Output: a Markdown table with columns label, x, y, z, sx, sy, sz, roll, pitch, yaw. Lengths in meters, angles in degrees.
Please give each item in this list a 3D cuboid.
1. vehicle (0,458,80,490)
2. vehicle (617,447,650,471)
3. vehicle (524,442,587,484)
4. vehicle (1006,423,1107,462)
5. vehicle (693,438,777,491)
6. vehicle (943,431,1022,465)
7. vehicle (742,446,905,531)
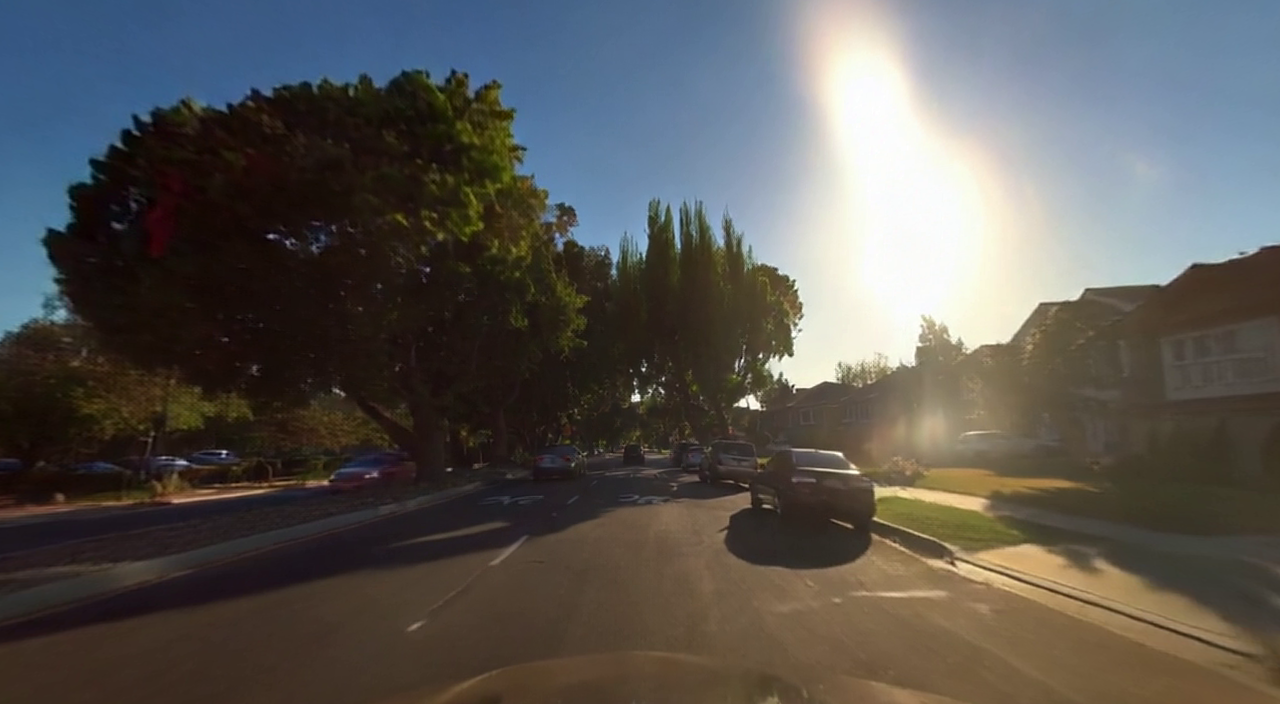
| label | x | y | z | sx | sy | sz | roll | pitch | yaw |
| --- | --- | --- | --- | --- | --- | --- | --- | --- | --- |
| vehicle | -41.567 | 8.114 | 42.285 | 2.307 | 1.896 | 6.192 | 0 | -9 | 2 |
| vehicle | -0.407 | 7.215 | 42.895 | 2.142 | 1.548 | 4.273 | 0 | -9 | 0 |
| vehicle | -3.589 | 4.822 | 27.799 | 2.129 | 1.668 | 4.722 | 0 | -9 | 0 |
| vehicle | 19.326 | 4.252 | 29.599 | 1.938 | 1.668 | 4.286 | 0 | -9 | 3 |
| vehicle | 3.589 | 4.389 | 24.949 | 2.273 | 1.860 | 5.077 | 1 | -9 | -3 |
| vehicle | 16.443 | 4.651 | 30.572 | 1.747 | 1.460 | 4.247 | 0 | -9 | 6 |
| vehicle | 3.673 | 2.814 | 13.736 | 2.019 | 1.495 | 4.755 | 0 | -9 | -1 |
